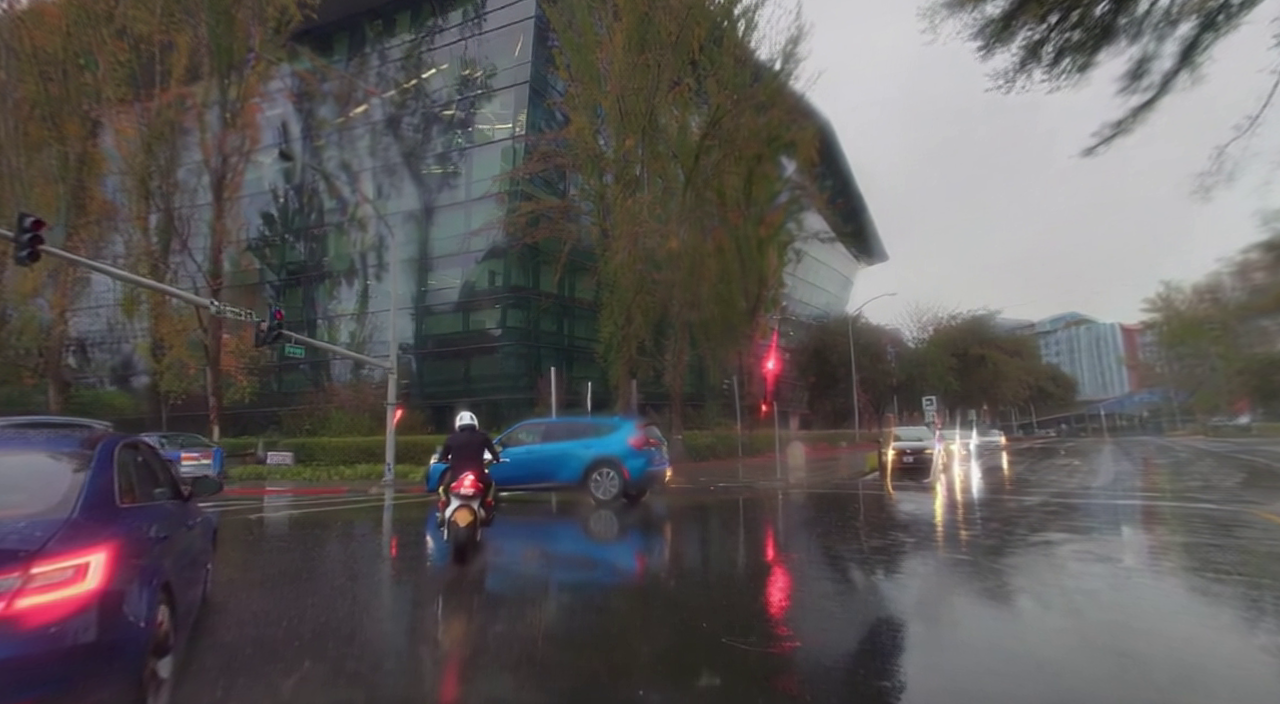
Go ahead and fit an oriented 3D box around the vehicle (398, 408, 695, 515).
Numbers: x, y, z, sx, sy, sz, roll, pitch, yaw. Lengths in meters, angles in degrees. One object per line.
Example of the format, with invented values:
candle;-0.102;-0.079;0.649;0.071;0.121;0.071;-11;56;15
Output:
vehicle;-1.980;2.293;13.660;5.833;1.960;2.341;2;-9;-16

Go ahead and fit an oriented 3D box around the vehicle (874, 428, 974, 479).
vehicle;10.458;3.651;23.045;2.084;1.656;4.583;-7;-11;39

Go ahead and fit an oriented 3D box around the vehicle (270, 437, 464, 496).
vehicle;-7.280;3.085;17.153;4.401;1.480;1.864;-1;-8;3

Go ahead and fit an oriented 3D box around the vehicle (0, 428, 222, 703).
vehicle;-4.229;1.295;4.279;2.009;1.450;4.182;6;-10;-36
